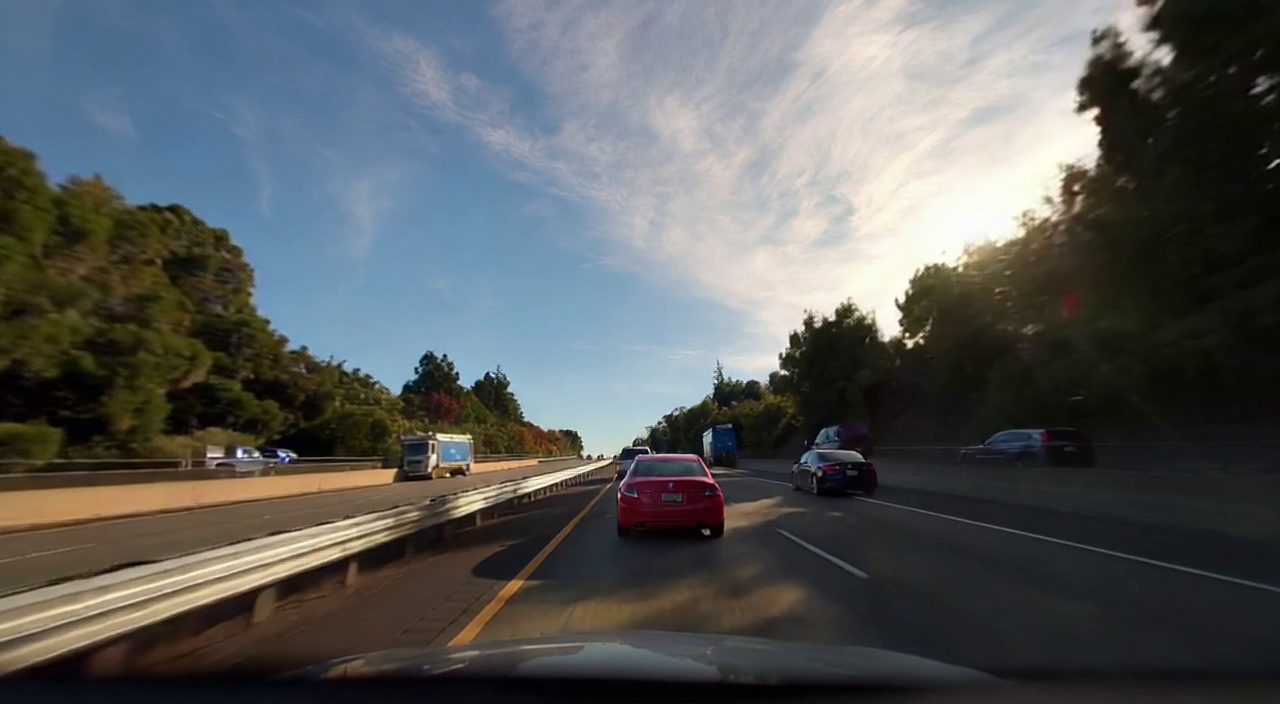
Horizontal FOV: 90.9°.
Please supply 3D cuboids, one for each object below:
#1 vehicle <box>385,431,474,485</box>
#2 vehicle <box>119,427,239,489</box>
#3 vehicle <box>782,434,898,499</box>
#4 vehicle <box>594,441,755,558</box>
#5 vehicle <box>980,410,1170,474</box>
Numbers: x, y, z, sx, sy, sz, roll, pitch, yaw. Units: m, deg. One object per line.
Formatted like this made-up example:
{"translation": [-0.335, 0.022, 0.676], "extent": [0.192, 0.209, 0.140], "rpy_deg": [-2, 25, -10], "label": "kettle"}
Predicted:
{"translation": [-12.347, 6.312, 37.752], "extent": [2.580, 2.814, 7.896], "rpy_deg": [0, -9, 0], "label": "vehicle"}
{"translation": [-33.541, 7.722, 46.398], "extent": [2.902, 3.981, 7.819], "rpy_deg": [-3, -8, 0], "label": "vehicle"}
{"translation": [6.262, 3.658, 20.400], "extent": [2.177, 1.827, 4.565], "rpy_deg": [0, -9, -1], "label": "vehicle"}
{"translation": [0.455, 2.212, 10.095], "extent": [2.076, 1.485, 3.774], "rpy_deg": [0, -9, 0], "label": "vehicle"}
{"translation": [31.511, 6.822, 47.137], "extent": [2.822, 3.996, 14.073], "rpy_deg": [1, -9, -7], "label": "vehicle"}
